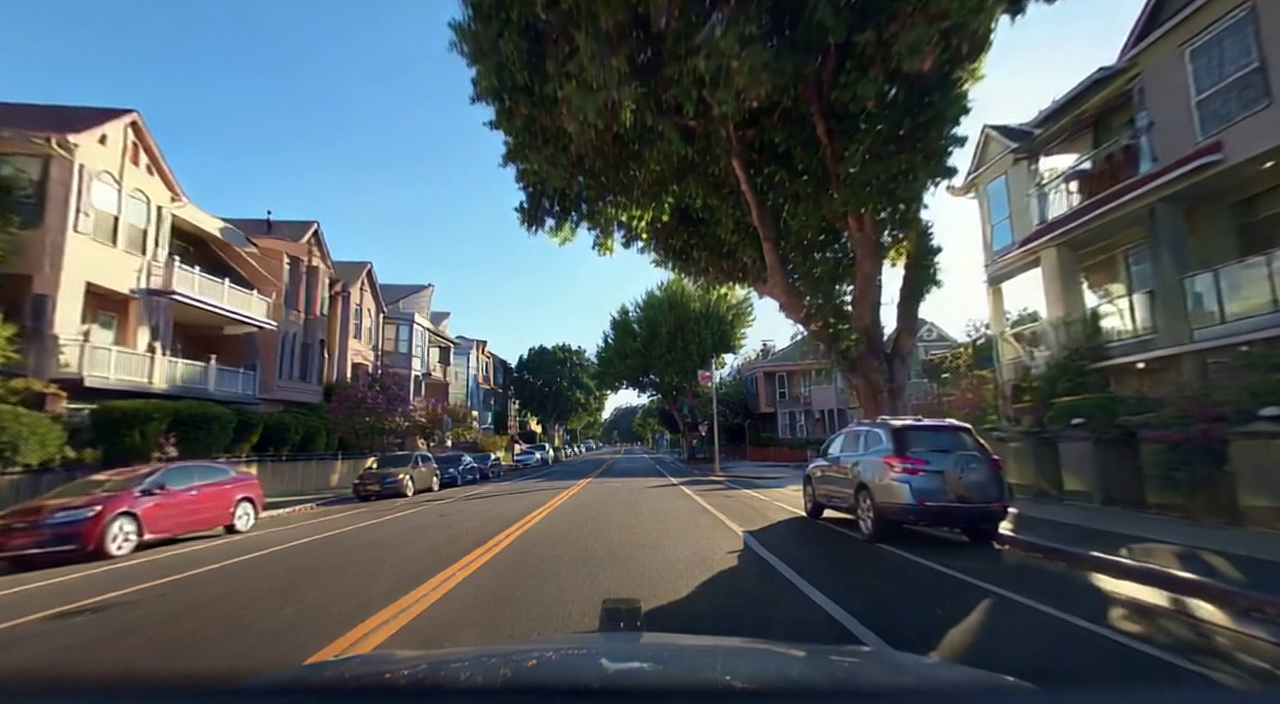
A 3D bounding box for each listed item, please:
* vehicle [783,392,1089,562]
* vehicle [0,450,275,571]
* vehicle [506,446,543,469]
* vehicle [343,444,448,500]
[{"bbox_3d":[4.279,1.958,10.668,2.393,2.075,5.683,0,-9,0],"label":"vehicle"},{"bbox_3d":[-8.283,2.403,10.424,1.983,1.514,4.459,0,-9,-2],"label":"vehicle"},{"bbox_3d":[-8.362,7.657,46.085,1.967,1.517,4.360,0,-9,-2],"label":"vehicle"},{"bbox_3d":[-8.203,4.029,21.663,1.919,1.698,4.328,0,-9,-1],"label":"vehicle"}]
